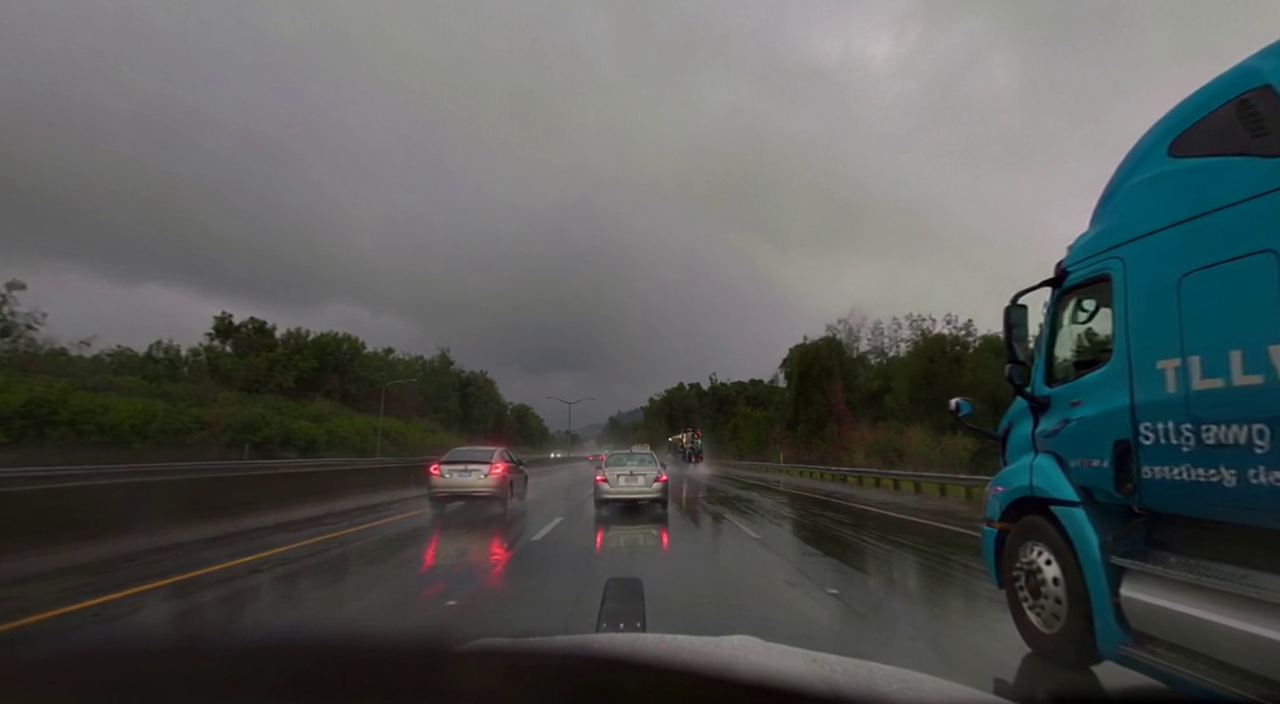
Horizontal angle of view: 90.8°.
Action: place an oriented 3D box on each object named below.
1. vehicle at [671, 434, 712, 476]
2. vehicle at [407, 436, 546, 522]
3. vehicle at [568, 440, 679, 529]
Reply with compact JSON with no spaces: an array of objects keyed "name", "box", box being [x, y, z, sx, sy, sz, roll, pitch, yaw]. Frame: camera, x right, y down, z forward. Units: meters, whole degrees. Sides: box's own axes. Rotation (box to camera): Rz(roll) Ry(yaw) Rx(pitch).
[{"name":"vehicle","box":[3.484,7.098,43.652,2.234,2.679,5.372,0,-9,-1]},{"name":"vehicle","box":[-3.576,2.876,14.799,1.985,1.671,4.604,0,-9,0]},{"name":"vehicle","box":[-0.298,2.657,13.095,1.973,1.574,3.426,0,-9,0]}]
